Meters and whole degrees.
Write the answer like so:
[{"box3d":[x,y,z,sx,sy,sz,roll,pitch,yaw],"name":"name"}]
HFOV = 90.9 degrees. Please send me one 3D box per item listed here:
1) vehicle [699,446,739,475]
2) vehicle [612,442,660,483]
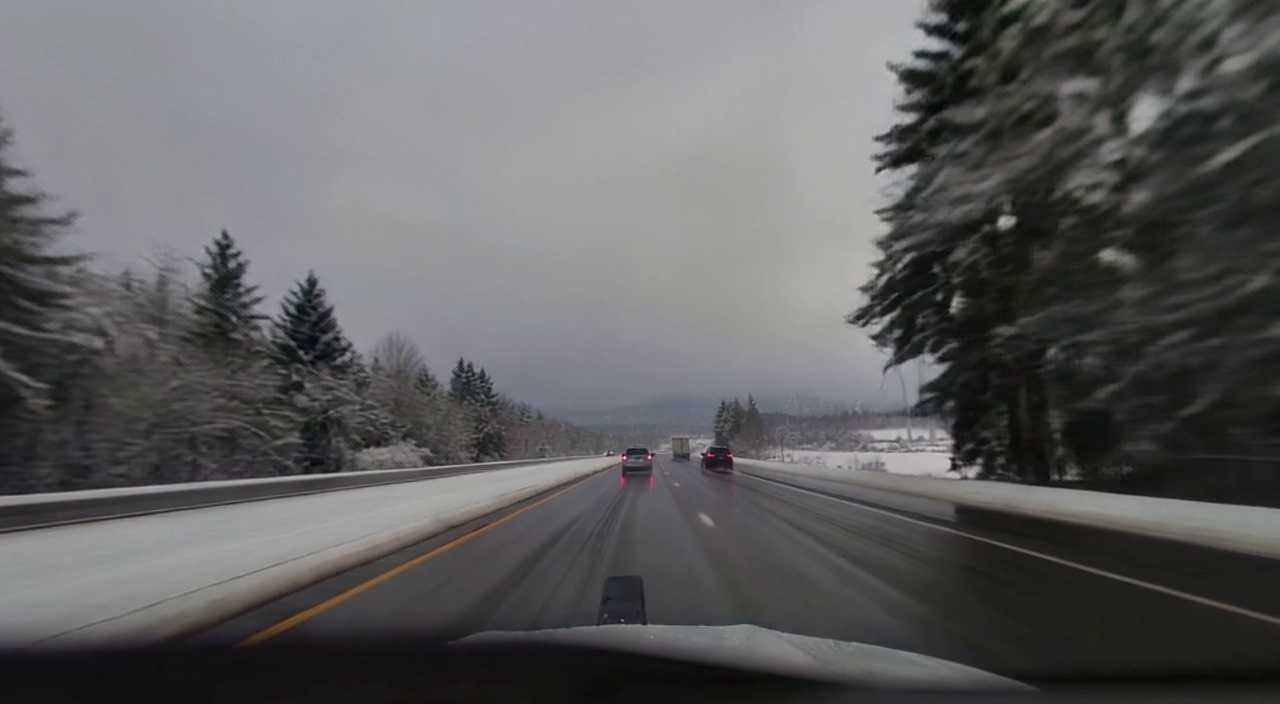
[{"box3d":[4.970,6.846,40.063,2.040,1.721,4.507,0,-9,1],"name":"vehicle"},{"box3d":[-0.168,5.041,29.065,2.038,1.723,4.150,0,-9,0],"name":"vehicle"}]
